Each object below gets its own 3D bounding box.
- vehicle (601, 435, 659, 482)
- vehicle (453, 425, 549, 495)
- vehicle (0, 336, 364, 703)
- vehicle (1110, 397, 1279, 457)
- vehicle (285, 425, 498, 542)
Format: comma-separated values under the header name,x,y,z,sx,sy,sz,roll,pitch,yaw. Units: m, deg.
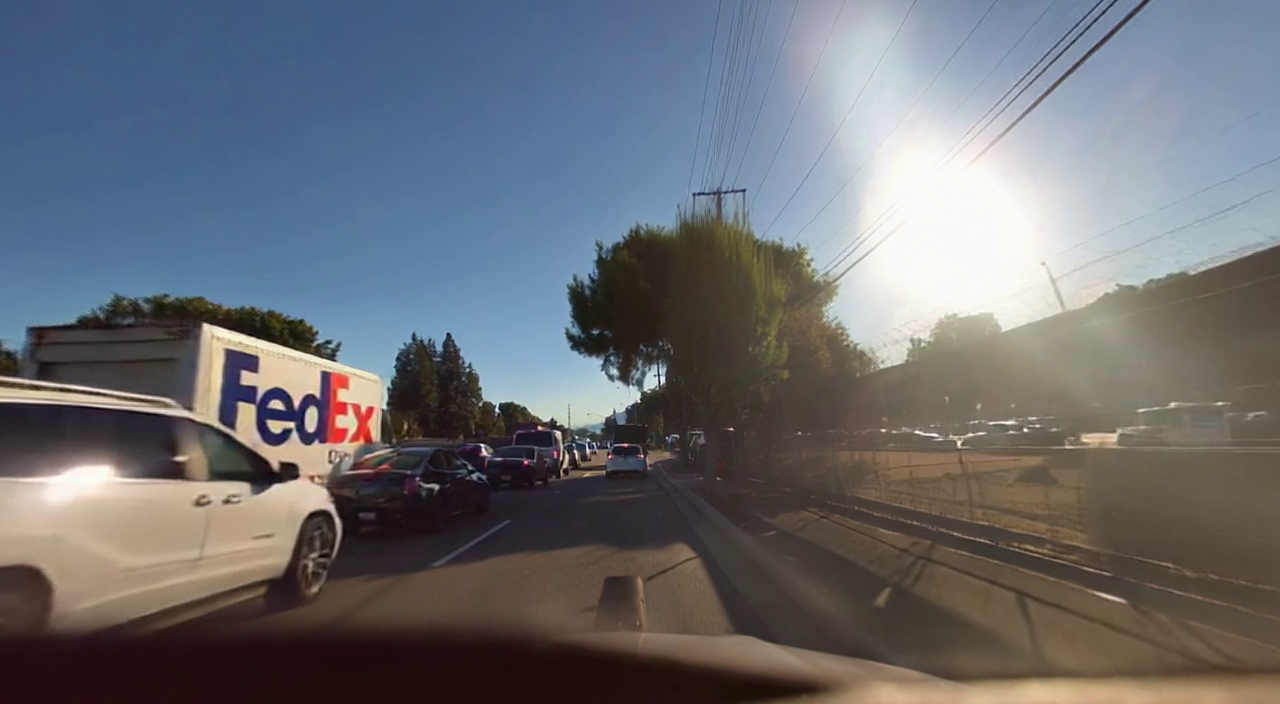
name,x,y,z,sx,sy,sz,roll,pitch,yaw
vehicle,-0.405,4.111,24.517,2.055,1.671,4.147,0,-9,-1
vehicle,-4.064,3.244,19.262,1.956,1.865,4.624,0,-9,-1
vehicle,-3.827,0.981,3.557,2.263,1.803,4.868,0,-9,0
vehicle,32.691,4.384,36.437,8.848,3.271,2.774,0,-9,-5
vehicle,-4.029,2.196,11.169,2.014,1.637,4.382,0,-9,-1
